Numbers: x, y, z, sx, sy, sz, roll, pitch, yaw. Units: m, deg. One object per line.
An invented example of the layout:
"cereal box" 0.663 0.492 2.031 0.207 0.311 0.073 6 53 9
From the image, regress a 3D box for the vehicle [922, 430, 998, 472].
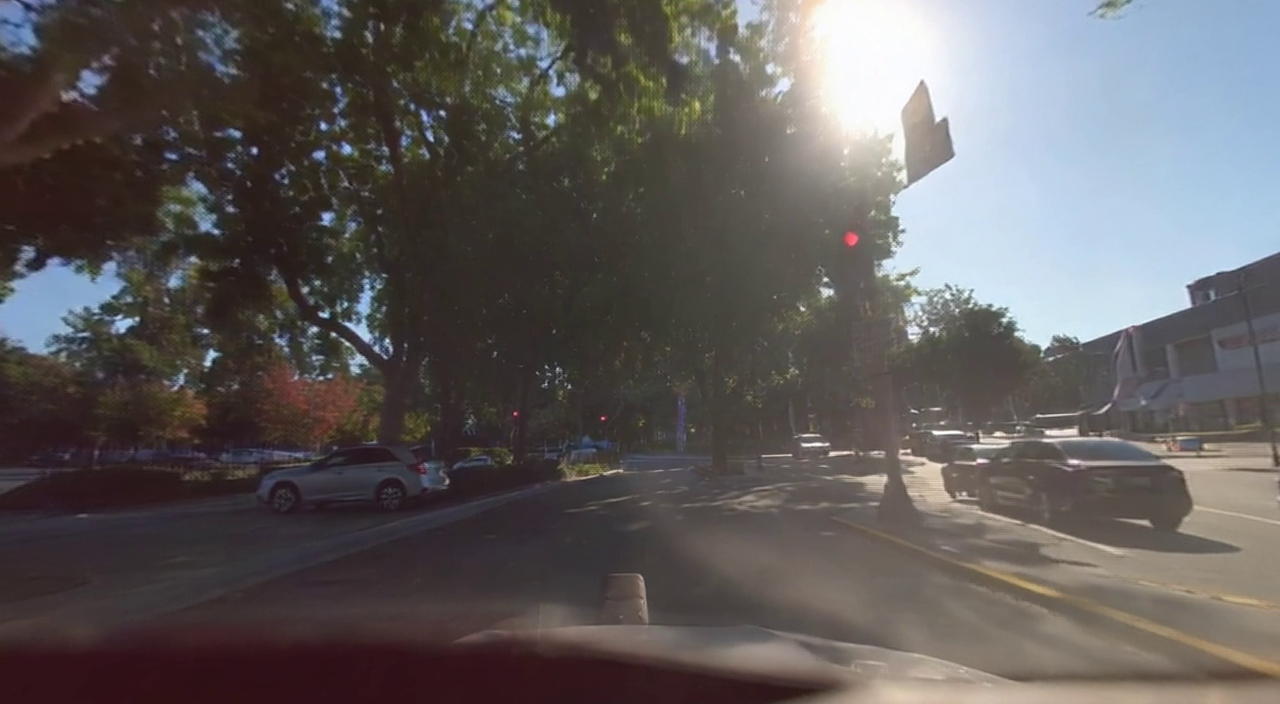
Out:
"vehicle" 13.777 4.294 27.489 1.921 1.657 4.400 -2 -9 14

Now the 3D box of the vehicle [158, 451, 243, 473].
"vehicle" -32.293 8.061 46.518 1.840 1.451 4.657 -6 -10 33

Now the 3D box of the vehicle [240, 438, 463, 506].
"vehicle" -6.650 2.791 14.917 4.376 1.476 1.791 0 -8 2

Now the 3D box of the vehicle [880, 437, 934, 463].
"vehicle" 16.437 6.039 39.113 1.951 1.491 4.359 -1 -8 7

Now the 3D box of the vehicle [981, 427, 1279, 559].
"vehicle" 6.928 1.951 9.583 1.867 1.479 4.452 -2 -9 12

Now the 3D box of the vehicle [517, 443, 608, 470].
"vehicle" -4.447 6.009 36.575 4.792 1.468 2.116 -2 -9 14

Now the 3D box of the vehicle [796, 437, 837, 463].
"vehicle" 11.375 6.346 41.006 2.061 1.519 4.794 -2 -8 10
